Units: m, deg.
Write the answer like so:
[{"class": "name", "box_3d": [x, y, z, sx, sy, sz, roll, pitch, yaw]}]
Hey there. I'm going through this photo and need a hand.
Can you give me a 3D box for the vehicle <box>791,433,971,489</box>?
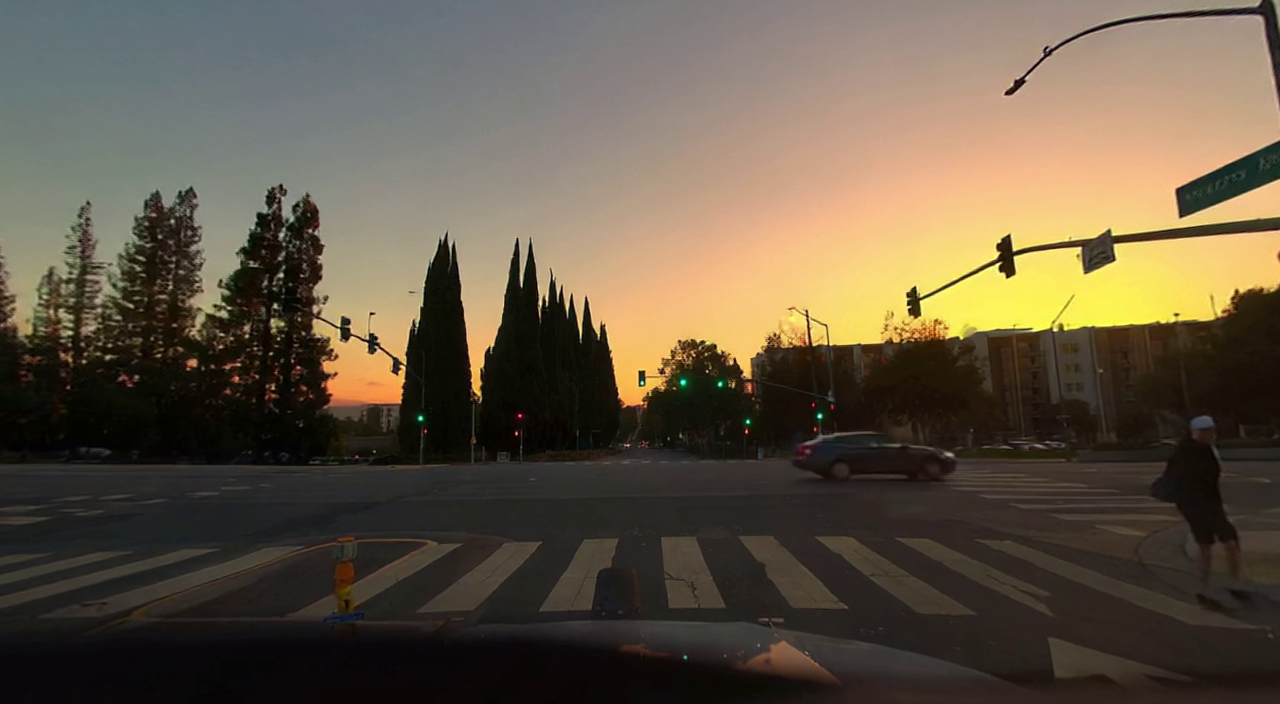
[{"class": "vehicle", "box_3d": [6.984, 3.202, 18.694, 4.502, 1.512, 1.917, 0, -9, 0]}]
